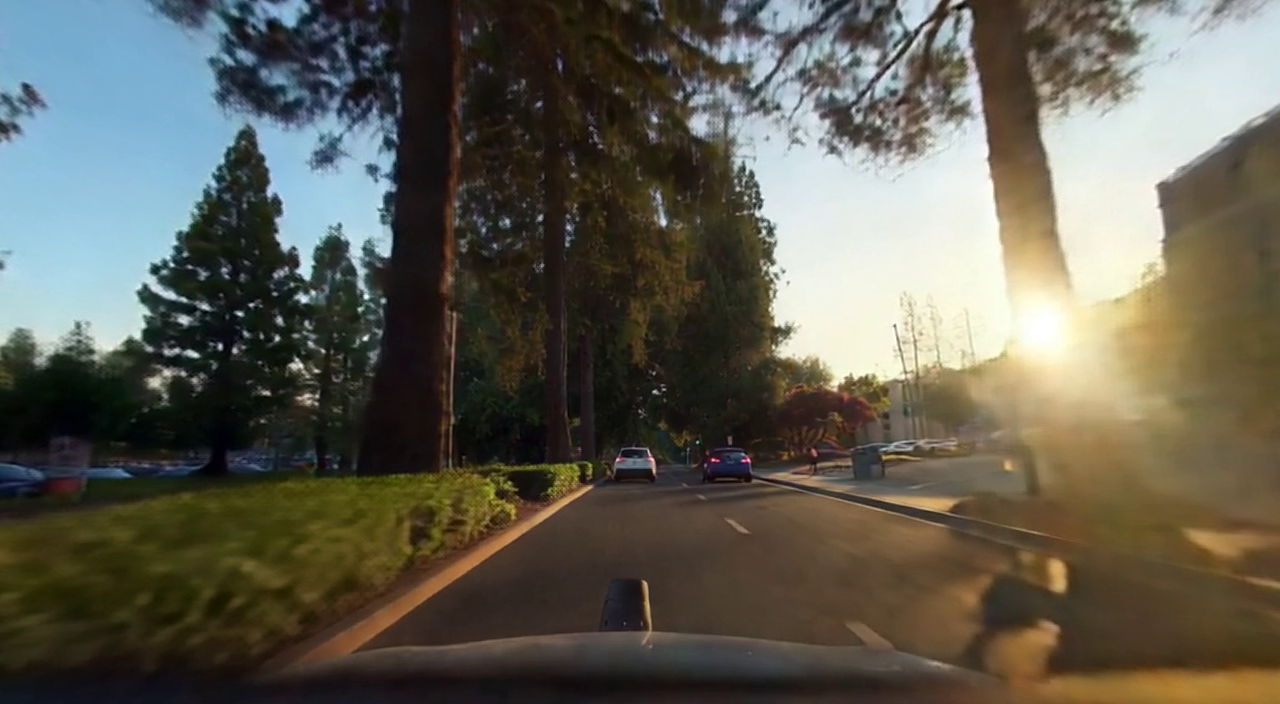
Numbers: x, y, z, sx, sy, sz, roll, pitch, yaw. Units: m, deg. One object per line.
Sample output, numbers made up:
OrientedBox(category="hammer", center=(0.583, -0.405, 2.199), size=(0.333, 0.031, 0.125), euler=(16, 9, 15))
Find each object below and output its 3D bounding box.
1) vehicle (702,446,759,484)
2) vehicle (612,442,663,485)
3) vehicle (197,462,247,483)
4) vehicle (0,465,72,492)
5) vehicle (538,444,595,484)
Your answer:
OrientedBox(category="vehicle", center=(3.934, 4.973, 28.101), size=(1.847, 1.554, 4.052), euler=(0, -8, -1))
OrientedBox(category="vehicle", center=(-0.050, 4.768, 27.247), size=(2.022, 1.700, 4.084), euler=(0, -8, 2))
OrientedBox(category="vehicle", center=(-32.257, 9.292, 48.783), size=(1.742, 1.411, 4.415), euler=(2, -9, -13))
OrientedBox(category="vehicle", center=(-39.649, 8.168, 40.952), size=(1.750, 1.462, 4.400), euler=(1, -8, -6))
OrientedBox(category="vehicle", center=(-3.380, 5.252, 29.968), size=(2.047, 1.710, 4.314), euler=(0, -8, 2))
